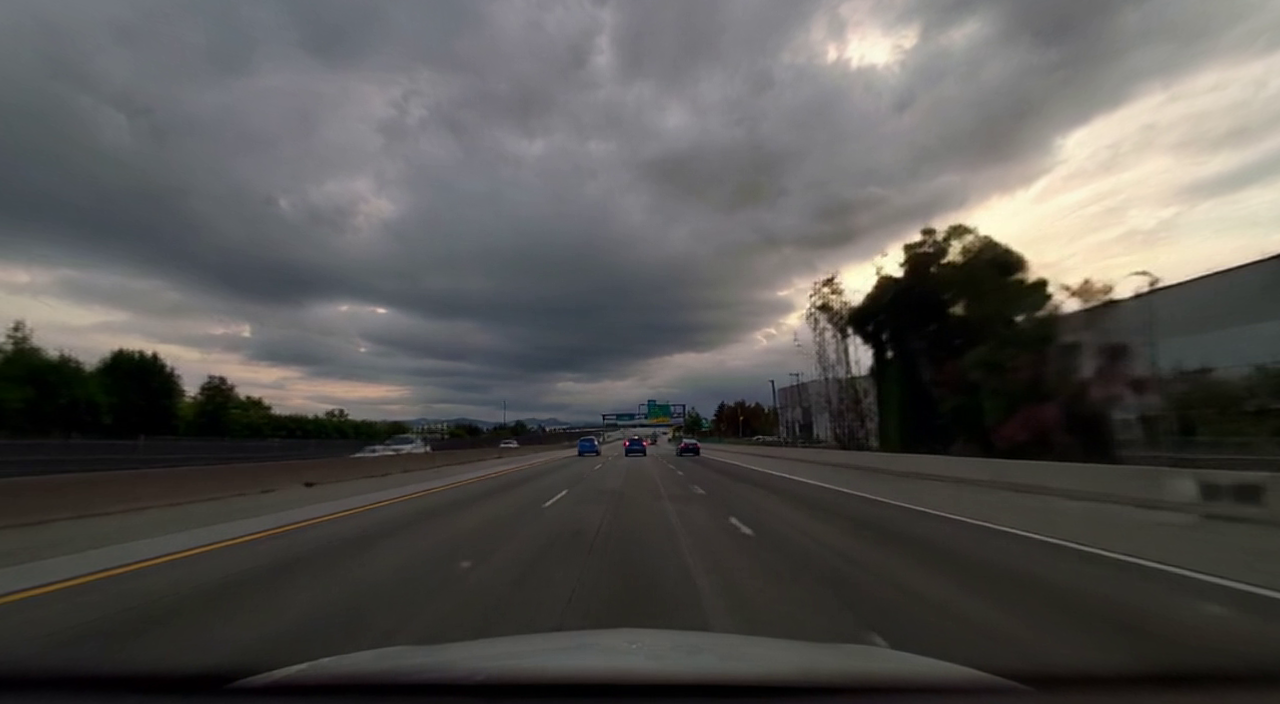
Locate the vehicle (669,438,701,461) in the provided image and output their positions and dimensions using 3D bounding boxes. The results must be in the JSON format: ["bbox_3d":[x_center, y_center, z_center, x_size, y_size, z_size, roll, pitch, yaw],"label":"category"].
[{"bbox_3d":[3.260,7.146,46.138,1.992,1.532,3.996,0,-8,-1],"label":"vehicle"}]
